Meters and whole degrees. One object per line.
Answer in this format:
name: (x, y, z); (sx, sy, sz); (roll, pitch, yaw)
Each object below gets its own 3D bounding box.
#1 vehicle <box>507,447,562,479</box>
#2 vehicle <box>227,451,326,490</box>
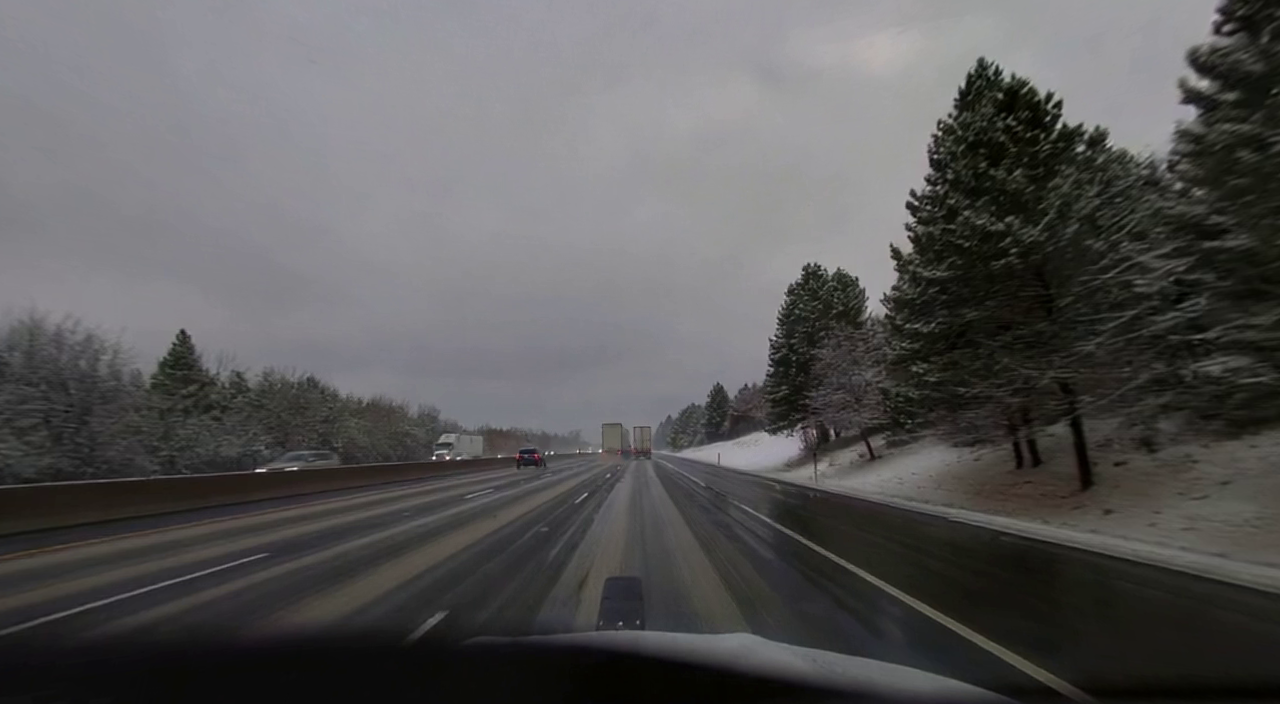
vehicle: (-5.261, 5.590, 32.010); (2.091, 1.527, 4.455); (0, -9, -1)
vehicle: (-14.919, 4.853, 26.165); (1.778, 1.447, 3.821); (0, -9, 0)
